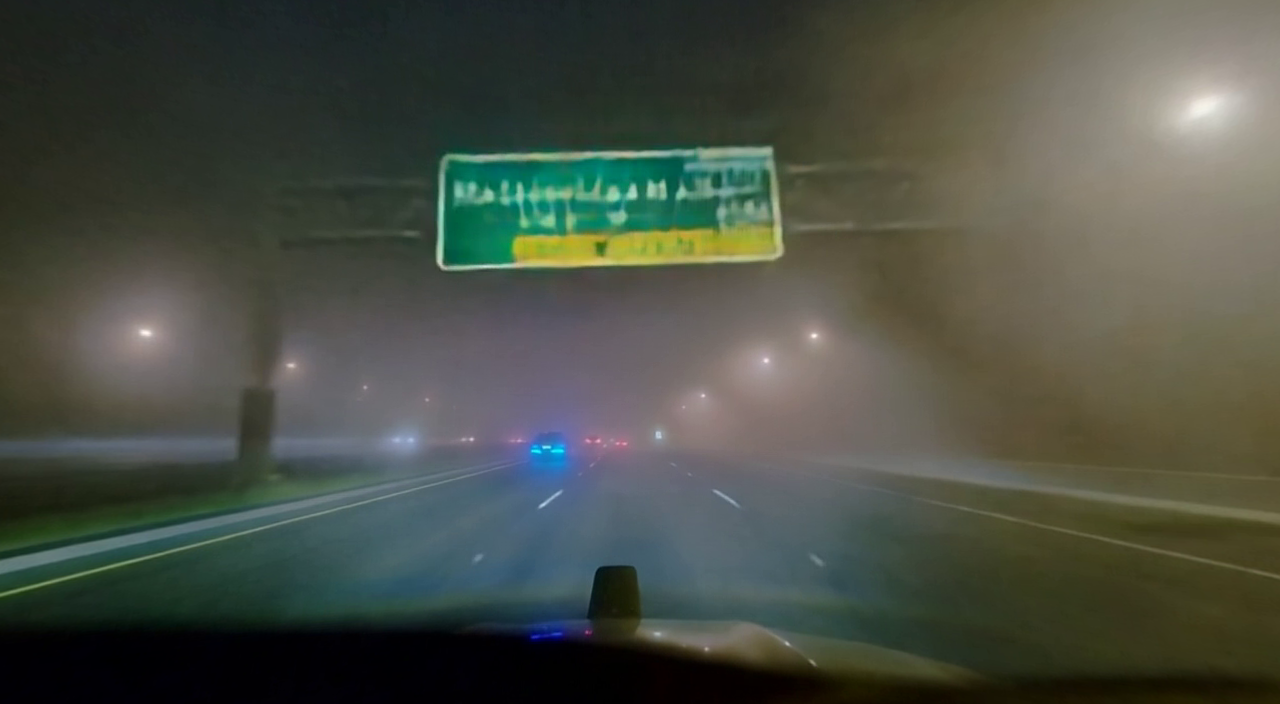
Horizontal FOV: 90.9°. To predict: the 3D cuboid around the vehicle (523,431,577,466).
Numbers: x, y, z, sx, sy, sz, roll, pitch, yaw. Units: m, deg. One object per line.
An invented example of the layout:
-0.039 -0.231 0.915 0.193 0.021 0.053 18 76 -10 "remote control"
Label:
-4.322 4.688 30.892 2.062 1.591 4.156 0 -8 -1 "vehicle"
